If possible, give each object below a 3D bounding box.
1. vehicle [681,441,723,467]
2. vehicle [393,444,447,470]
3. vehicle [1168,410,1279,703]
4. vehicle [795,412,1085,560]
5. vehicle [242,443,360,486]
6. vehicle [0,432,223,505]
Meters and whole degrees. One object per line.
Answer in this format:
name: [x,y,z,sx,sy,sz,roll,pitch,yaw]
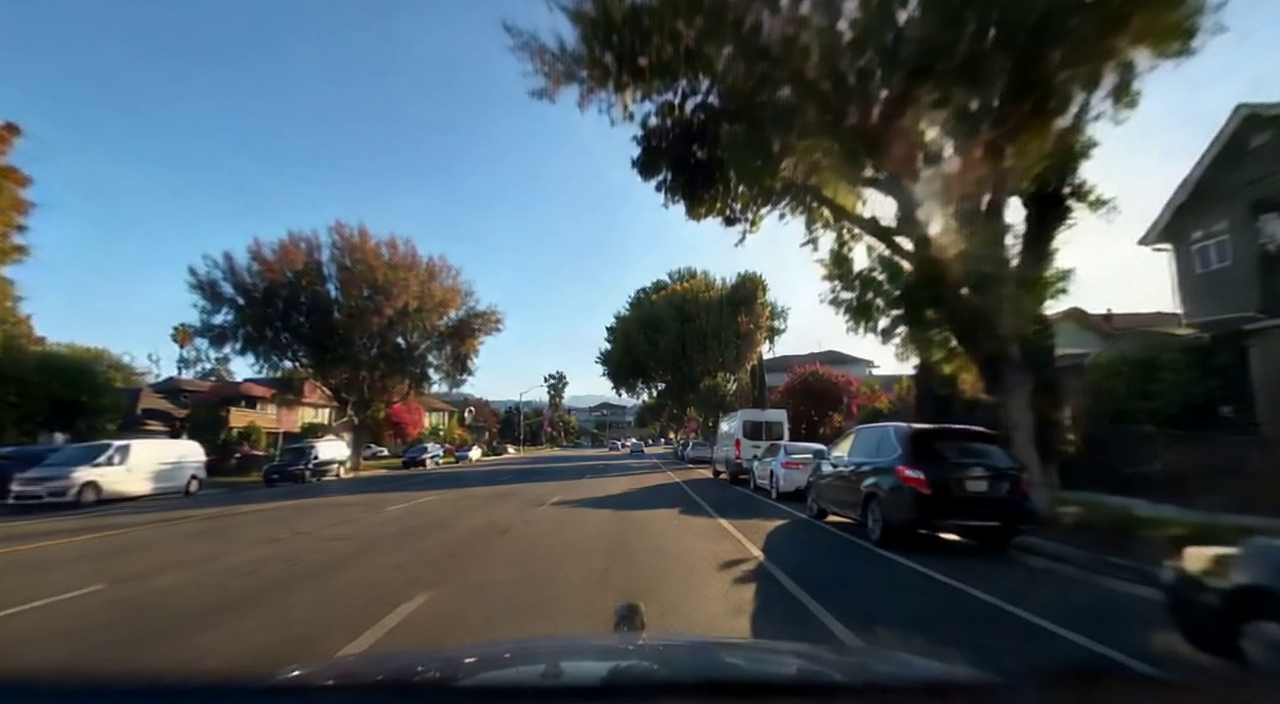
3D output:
vehicle: [3.709,6.208,38.602,1.956,1.468,4.524,0,-8,-2]
vehicle: [-14.354,6.852,41.491,1.923,1.535,4.862,0,-8,-1]
vehicle: [4.200,0.823,1.608,1.862,1.515,4.233,0,-9,-4]
vehicle: [4.072,1.901,9.688,2.067,1.706,4.506,0,-8,-2]
vehicle: [-14.050,4.667,26.642,2.045,1.636,5.214,0,-8,0]
vehicle: [-15.624,3.250,17.934,5.783,1.904,2.289,0,-9,-3]
